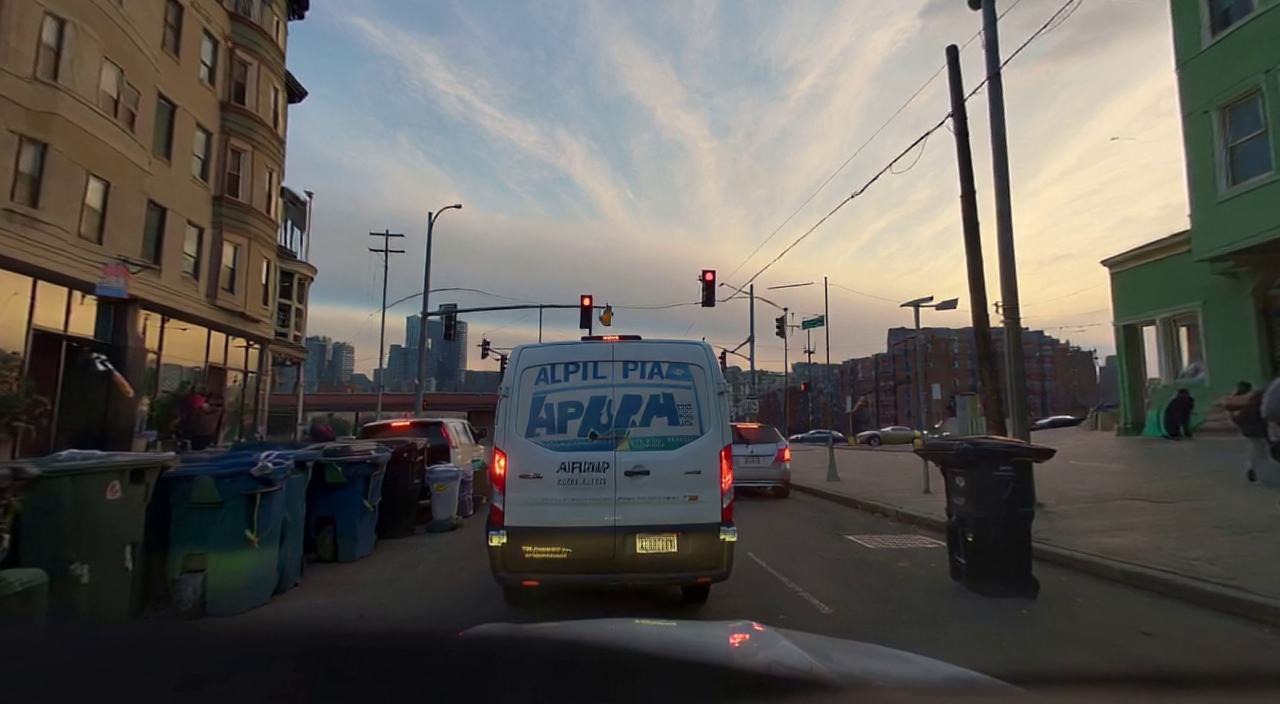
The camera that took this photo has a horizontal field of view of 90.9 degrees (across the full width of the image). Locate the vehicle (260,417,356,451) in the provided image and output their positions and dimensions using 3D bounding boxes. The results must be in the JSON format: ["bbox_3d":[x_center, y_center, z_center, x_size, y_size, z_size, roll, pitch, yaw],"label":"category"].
[{"bbox_3d":[-15.850,3.937,30.267,3.713,1.571,1.751,2,-8,-16],"label":"vehicle"}]

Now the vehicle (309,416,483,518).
[{"bbox_3d":[-3.956,1.893,10.870,1.841,1.461,3.426,1,-8,-5],"label":"vehicle"}]

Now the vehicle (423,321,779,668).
[{"bbox_3d":[-0.326,1.059,5.701,1.951,1.907,4.266,0,-8,-3],"label":"vehicle"}]

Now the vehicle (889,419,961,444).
[{"bbox_3d":[16.102,4.504,35.660,3.381,1.391,1.529,1,-8,-11],"label":"vehicle"}]
